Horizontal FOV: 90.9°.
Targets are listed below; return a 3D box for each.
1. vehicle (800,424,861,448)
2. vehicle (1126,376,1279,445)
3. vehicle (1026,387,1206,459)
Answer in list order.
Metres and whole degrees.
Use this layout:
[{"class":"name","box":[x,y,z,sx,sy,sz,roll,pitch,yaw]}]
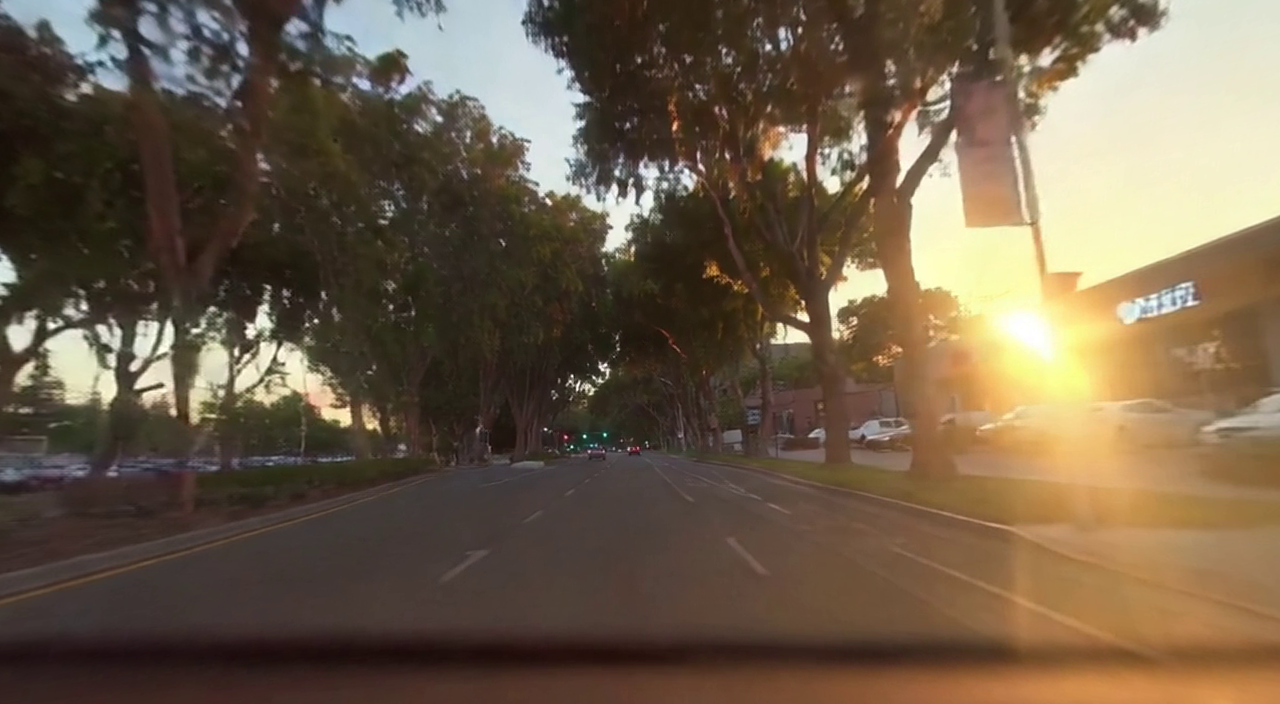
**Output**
[{"class":"vehicle","box":[13.555,6.003,45.020,3.756,1.580,1.886,-1,-9,3]},{"class":"vehicle","box":[12.845,1.296,13.631,3.255,1.363,1.549,-1,-10,3]},{"class":"vehicle","box":[12.517,1.879,16.718,3.351,1.387,1.579,-7,-7,-1]}]
